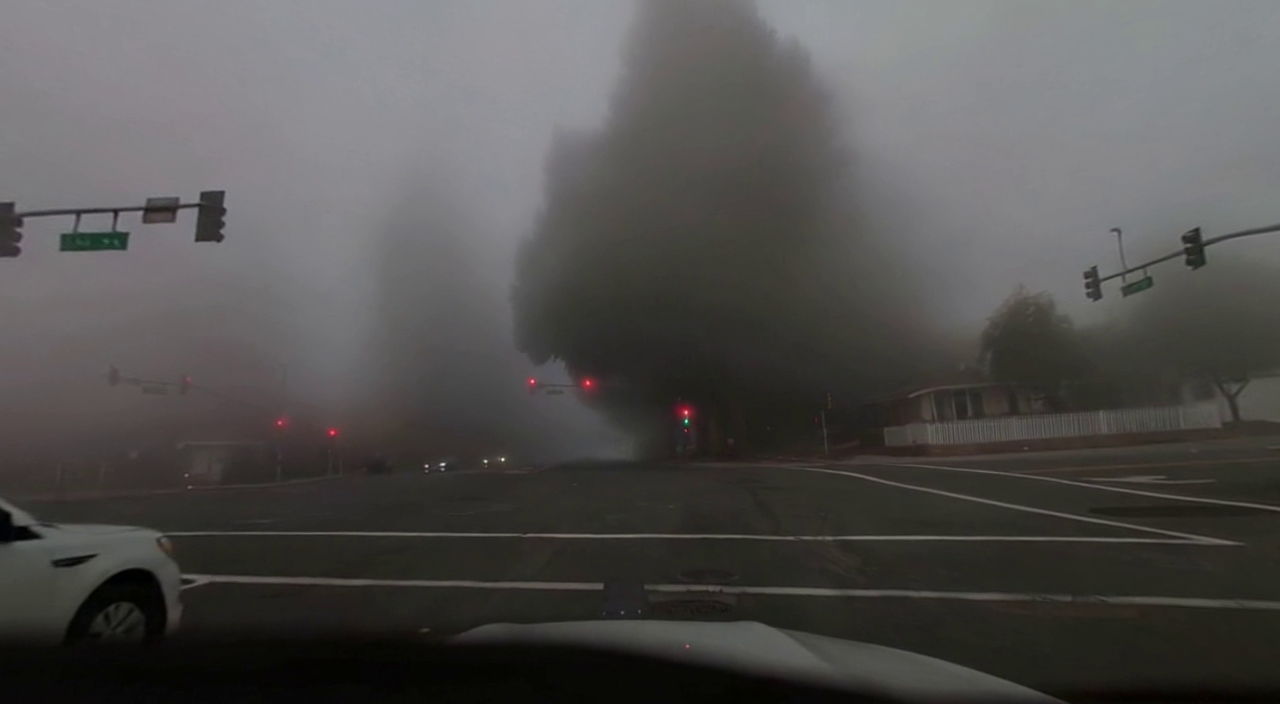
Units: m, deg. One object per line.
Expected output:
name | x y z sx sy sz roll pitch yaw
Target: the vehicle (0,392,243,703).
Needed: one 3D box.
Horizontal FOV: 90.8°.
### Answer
vehicle | -3.657 0.901 2.395 1.777 1.537 3.831 0 -9 0
